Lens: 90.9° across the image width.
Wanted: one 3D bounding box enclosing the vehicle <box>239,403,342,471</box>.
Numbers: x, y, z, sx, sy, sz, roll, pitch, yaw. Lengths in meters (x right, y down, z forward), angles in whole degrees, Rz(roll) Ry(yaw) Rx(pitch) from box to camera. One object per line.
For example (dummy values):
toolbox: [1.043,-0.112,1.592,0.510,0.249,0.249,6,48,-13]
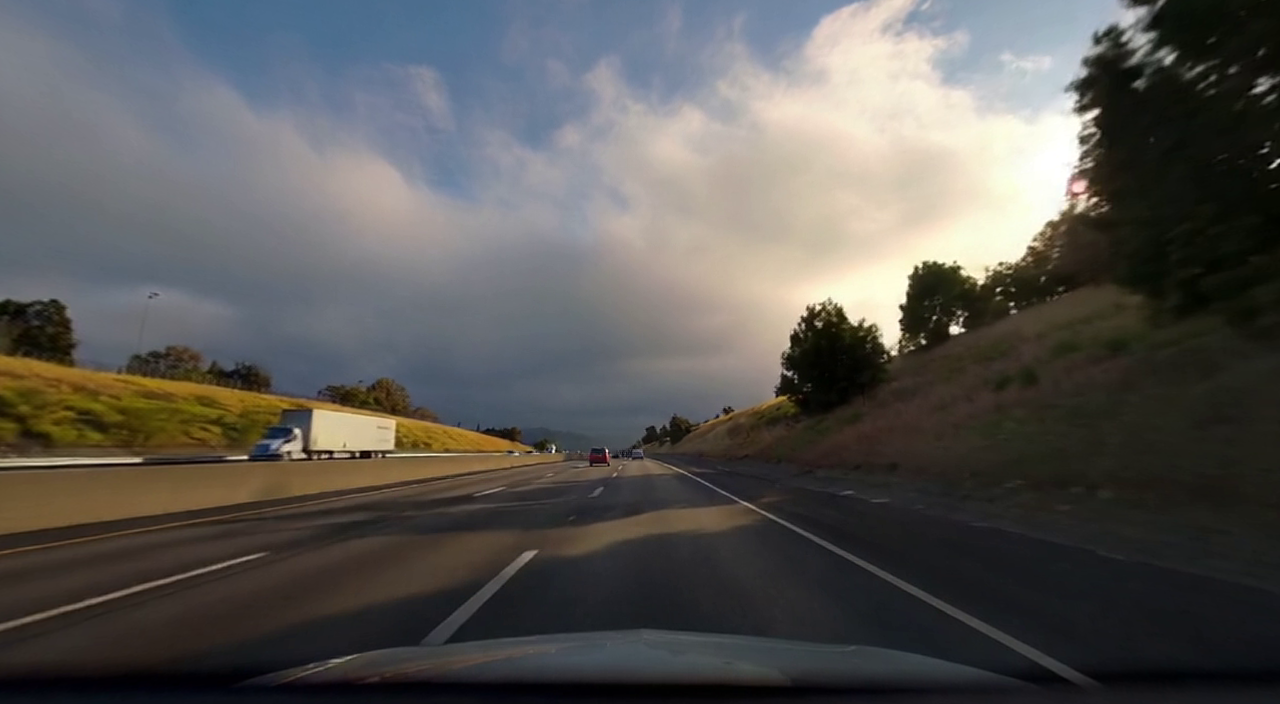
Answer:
vehicle: [-22.098,5.489,40.260,3.037,3.999,5.882,0,-9,0]
